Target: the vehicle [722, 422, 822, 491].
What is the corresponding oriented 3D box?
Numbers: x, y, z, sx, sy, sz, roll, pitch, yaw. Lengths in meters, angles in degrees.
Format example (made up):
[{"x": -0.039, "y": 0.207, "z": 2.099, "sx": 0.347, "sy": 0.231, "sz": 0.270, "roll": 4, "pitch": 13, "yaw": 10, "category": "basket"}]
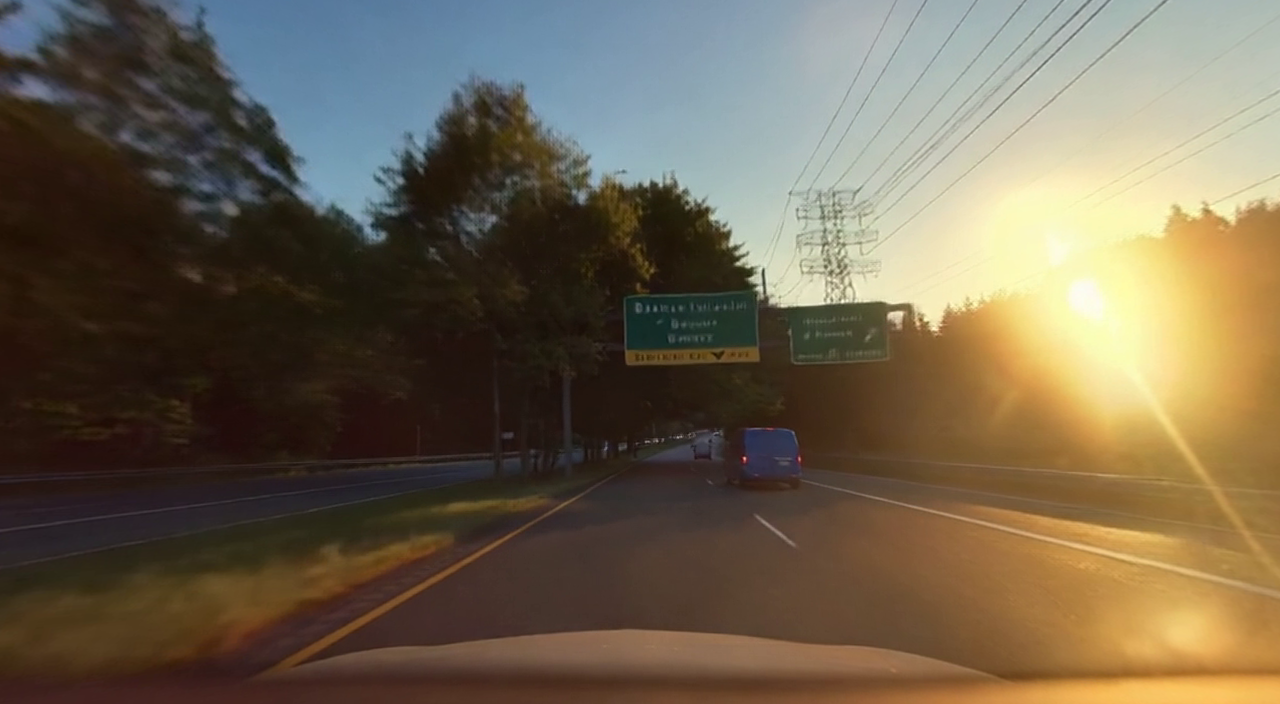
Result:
[{"x": 4.148, "y": 3.428, "z": 20.795, "sx": 2.261, "sy": 1.969, "sz": 5.104, "roll": 0, "pitch": -9, "yaw": 1, "category": "vehicle"}]
